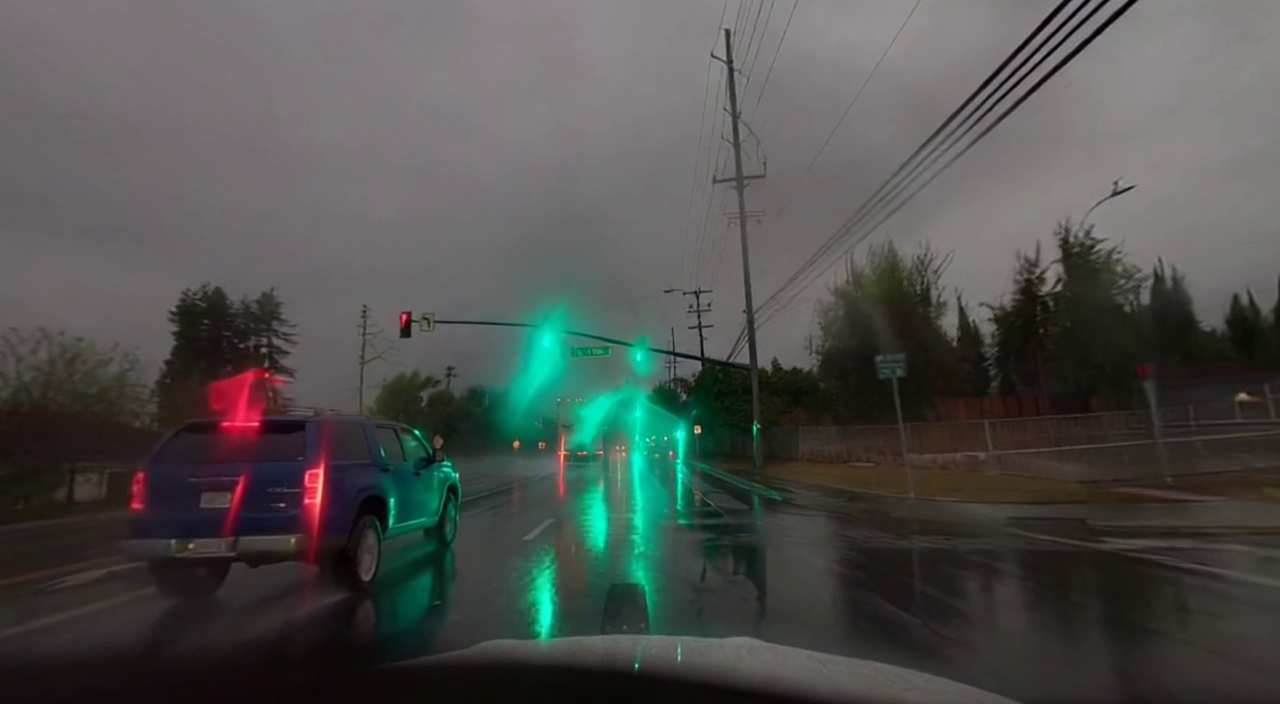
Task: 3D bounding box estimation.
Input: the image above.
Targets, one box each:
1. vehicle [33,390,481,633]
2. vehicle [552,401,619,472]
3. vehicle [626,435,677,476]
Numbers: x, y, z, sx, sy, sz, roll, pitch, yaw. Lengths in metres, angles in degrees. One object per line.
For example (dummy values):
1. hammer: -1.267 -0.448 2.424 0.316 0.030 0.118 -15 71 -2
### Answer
1. vehicle: -3.504 1.550 7.129 2.093 1.832 4.508 0 -9 2
2. vehicle: -2.986 5.070 37.322 2.928 3.658 8.980 0 -8 2
3. vehicle: 0.513 4.794 29.389 2.174 1.749 4.113 0 -9 1
